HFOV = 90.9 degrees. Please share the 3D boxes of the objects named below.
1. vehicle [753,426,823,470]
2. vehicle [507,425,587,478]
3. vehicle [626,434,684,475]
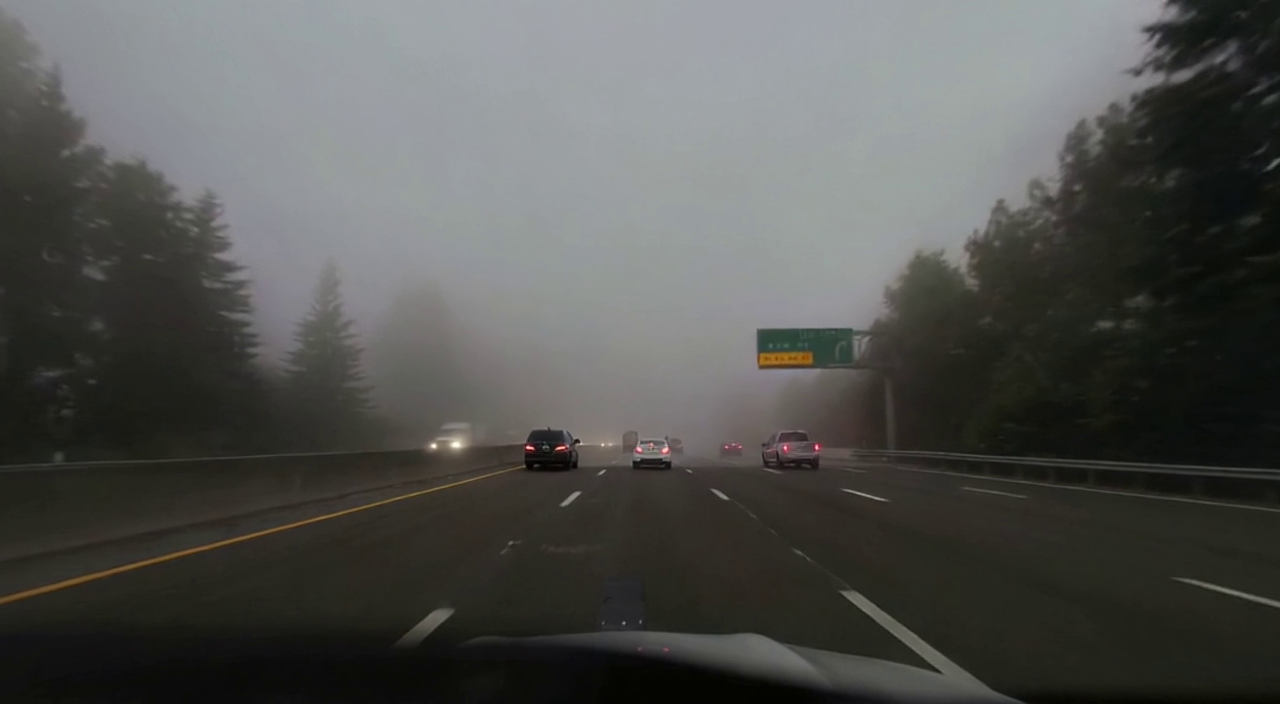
[{"bbox_3d":[6.960,4.593,30.308,2.094,1.916,5.099,0,-8,0],"label":"vehicle"},{"bbox_3d":[-3.230,3.575,22.826,2.140,1.720,4.410,0,-8,1],"label":"vehicle"},{"bbox_3d":[0.550,4.001,24.817,2.071,1.464,4.162,0,-8,1],"label":"vehicle"}]
